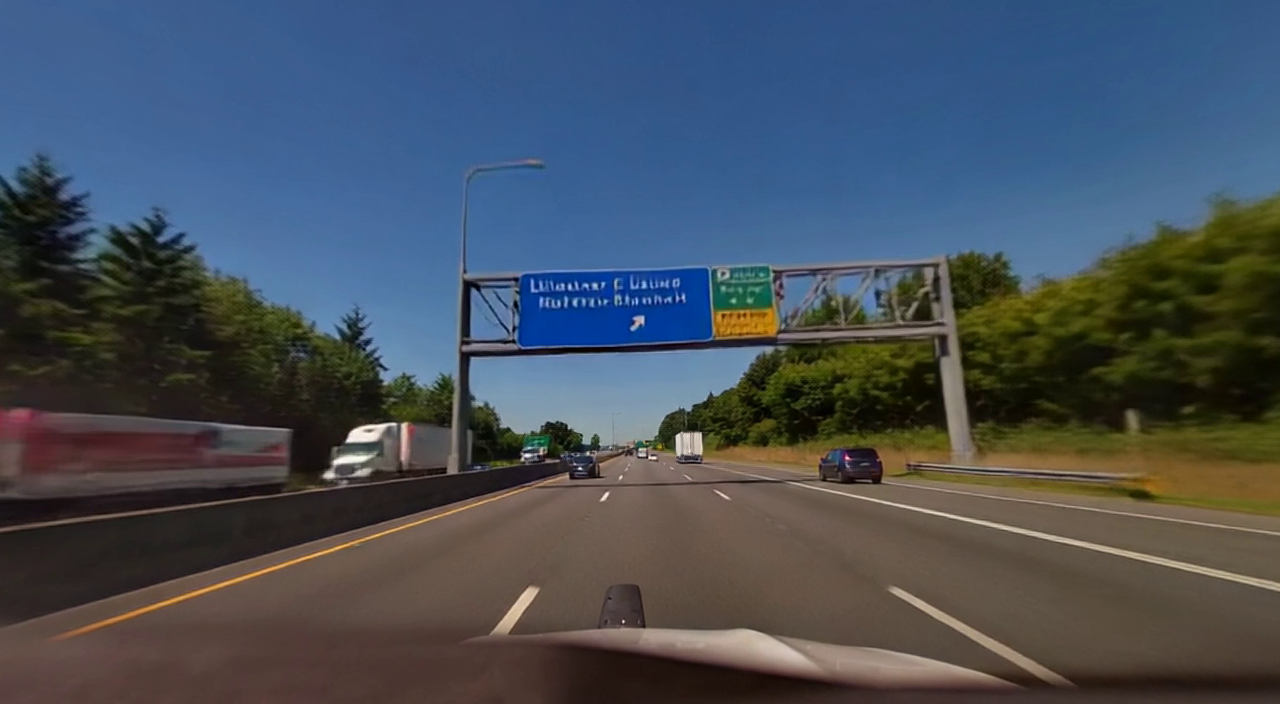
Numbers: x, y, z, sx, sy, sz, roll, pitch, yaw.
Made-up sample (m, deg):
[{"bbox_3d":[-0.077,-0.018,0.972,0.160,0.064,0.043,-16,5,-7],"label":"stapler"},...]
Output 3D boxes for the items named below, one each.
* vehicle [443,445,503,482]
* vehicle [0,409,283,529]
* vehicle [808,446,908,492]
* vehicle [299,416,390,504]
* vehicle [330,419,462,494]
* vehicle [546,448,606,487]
[{"bbox_3d":[-11.296,7.586,43.298,2.334,2.350,6.510,0,-9,0],"label":"vehicle"},{"bbox_3d":[-18.831,4.494,25.180,2.761,3.716,10.785,0,-9,0],"label":"vehicle"},{"bbox_3d":[7.701,4.162,22.808,1.943,1.493,4.507,0,-9,-1],"label":"vehicle"},{"bbox_3d":[-15.274,5.578,32.869,2.923,4.280,3.390,0,-9,0],"label":"vehicle"},{"bbox_3d":[-15.200,6.765,41.192,2.975,4.006,13.924,0,-9,0],"label":"vehicle"},{"bbox_3d":[-2.741,5.104,28.157,2.191,1.563,4.318,0,-9,0],"label":"vehicle"}]
